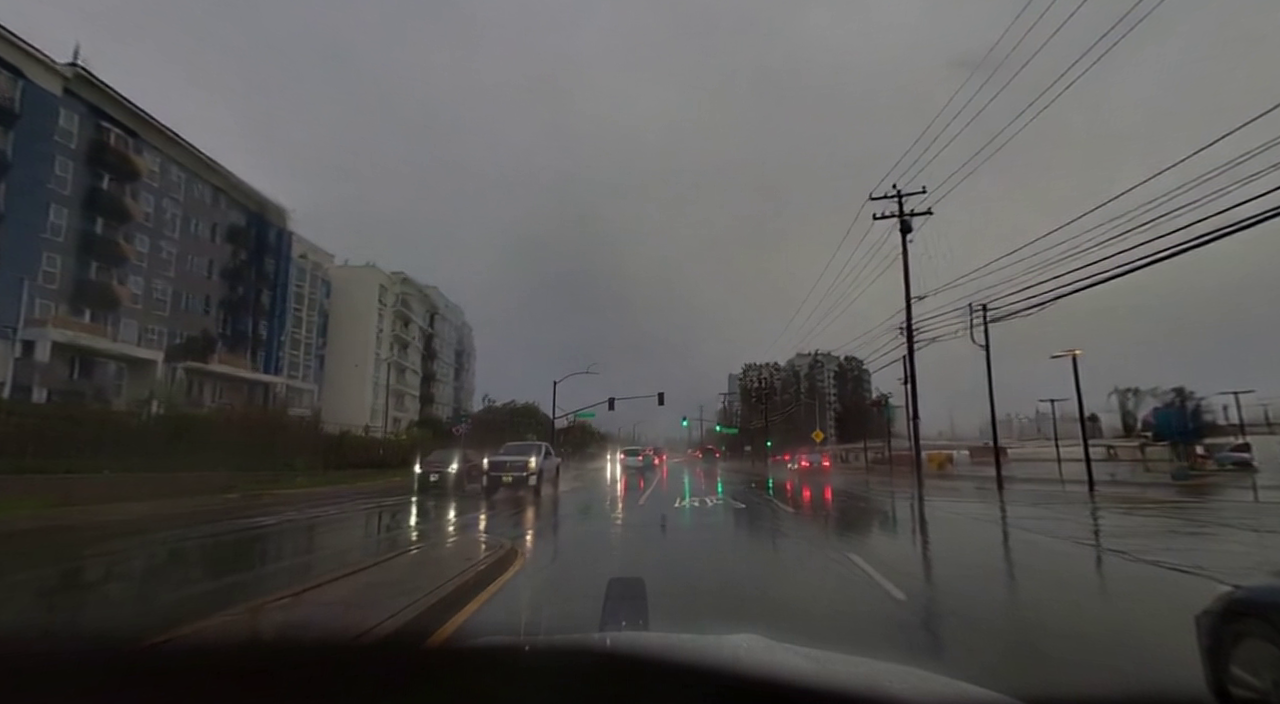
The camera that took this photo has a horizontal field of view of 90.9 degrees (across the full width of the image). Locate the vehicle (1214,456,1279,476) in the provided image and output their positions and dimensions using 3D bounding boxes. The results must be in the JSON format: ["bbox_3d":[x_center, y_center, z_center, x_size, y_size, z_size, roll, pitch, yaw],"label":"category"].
[{"bbox_3d":[47.347,8.730,48.408,4.384,1.495,1.963,-1,-8,4],"label":"vehicle"}]

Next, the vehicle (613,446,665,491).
[{"bbox_3d":[0.018,5.195,28.585,2.160,1.786,4.702,0,-8,2],"label":"vehicle"}]

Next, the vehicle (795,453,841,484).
[{"bbox_3d":[11.254,7.331,40.073,1.952,1.749,4.311,-1,-8,5],"label":"vehicle"}]

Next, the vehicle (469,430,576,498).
[{"bbox_3d":[-4.257,4.257,24.131,2.515,2.248,5.821,-1,-10,5],"label":"vehicle"}]

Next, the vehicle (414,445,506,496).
[{"bbox_3d":[-7.042,4.717,25.232,2.123,1.831,4.304,-1,-10,4],"label":"vehicle"}]
